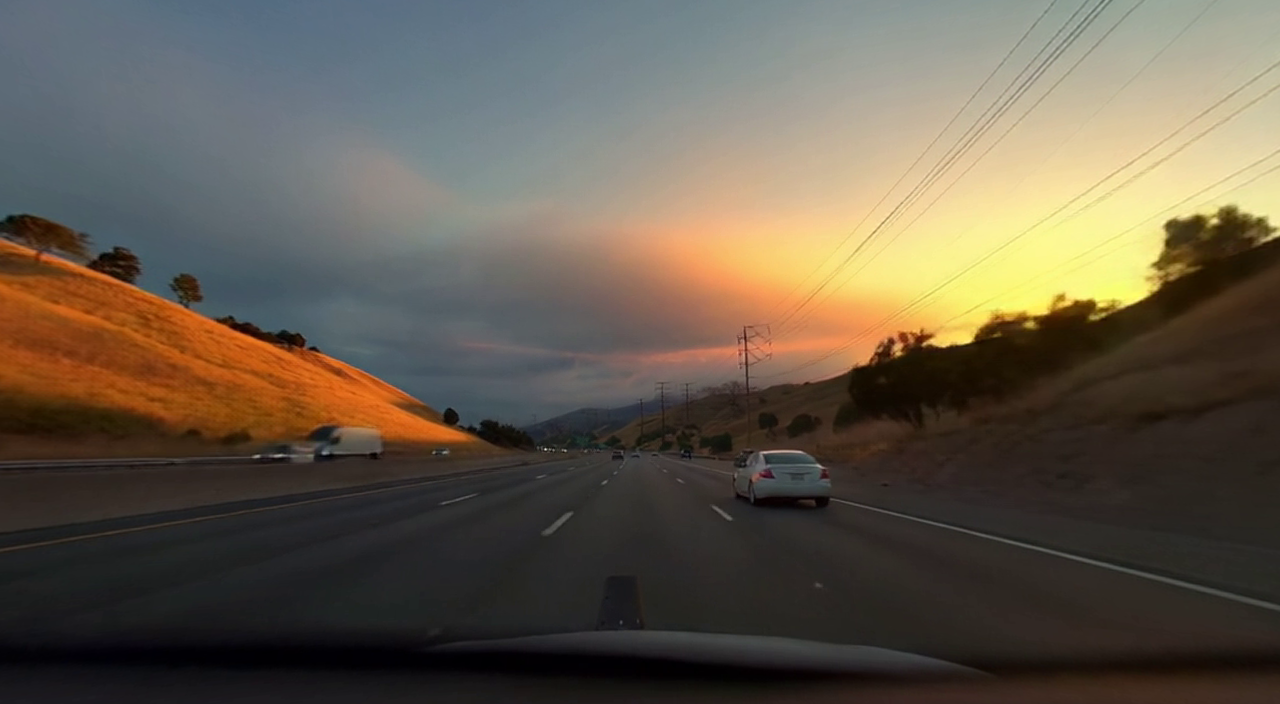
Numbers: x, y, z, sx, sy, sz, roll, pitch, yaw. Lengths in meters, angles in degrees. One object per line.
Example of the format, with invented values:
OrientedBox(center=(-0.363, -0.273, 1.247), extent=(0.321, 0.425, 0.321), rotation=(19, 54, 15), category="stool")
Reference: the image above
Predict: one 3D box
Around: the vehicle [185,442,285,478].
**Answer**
OrientedBox(center=(-17.919, 4.776, 28.135), extent=(1.749, 1.471, 4.110), rotation=(0, -9, -1), category="vehicle")

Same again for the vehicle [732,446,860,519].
OrientedBox(center=(3.680, 3.149, 15.816), extent=(2.086, 1.542, 4.355), rotation=(0, -9, 0), category="vehicle")
